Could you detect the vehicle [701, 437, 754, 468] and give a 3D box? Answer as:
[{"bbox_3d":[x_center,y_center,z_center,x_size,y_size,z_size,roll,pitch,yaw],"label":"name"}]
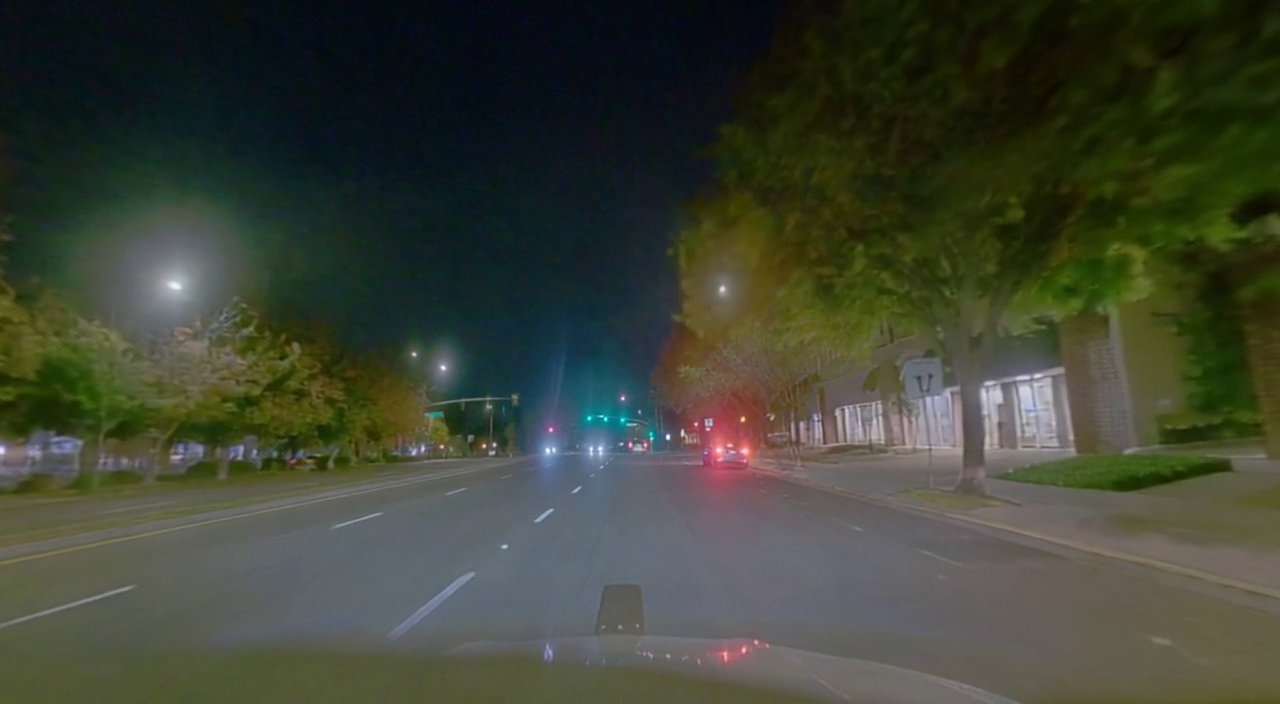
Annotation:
[{"bbox_3d":[4.479,5.213,32.857,1.942,1.469,4.049,0,-8,-3],"label":"vehicle"}]
